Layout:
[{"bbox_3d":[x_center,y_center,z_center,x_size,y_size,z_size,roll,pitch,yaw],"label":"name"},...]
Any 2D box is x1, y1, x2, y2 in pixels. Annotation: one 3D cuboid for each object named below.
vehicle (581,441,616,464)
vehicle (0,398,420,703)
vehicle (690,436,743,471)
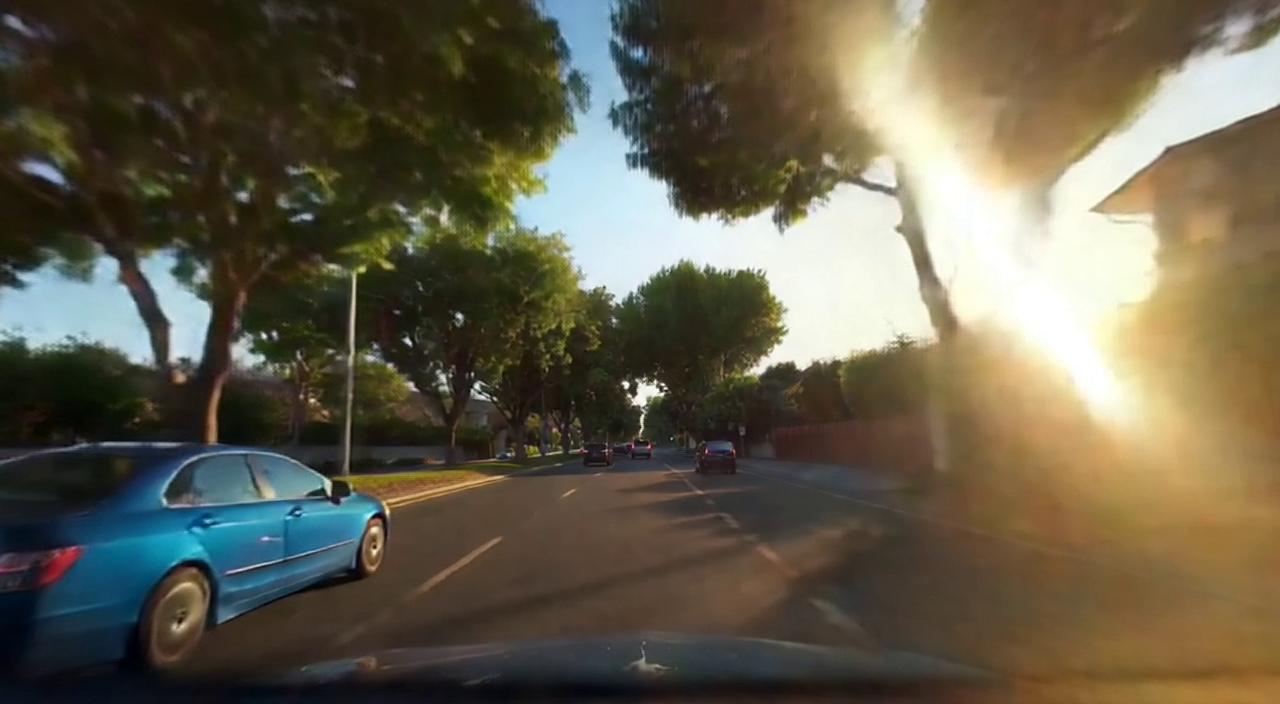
[{"bbox_3d":[-2.721,6.723,42.265,1.940,1.473,4.133,0,-8,2],"label":"vehicle"},{"bbox_3d":[-3.537,1.224,4.402,2.091,1.503,4.989,0,-8,1],"label":"vehicle"},{"bbox_3d":[3.912,5.276,33.024,2.182,1.688,4.187,0,-8,-1],"label":"vehicle"}]
